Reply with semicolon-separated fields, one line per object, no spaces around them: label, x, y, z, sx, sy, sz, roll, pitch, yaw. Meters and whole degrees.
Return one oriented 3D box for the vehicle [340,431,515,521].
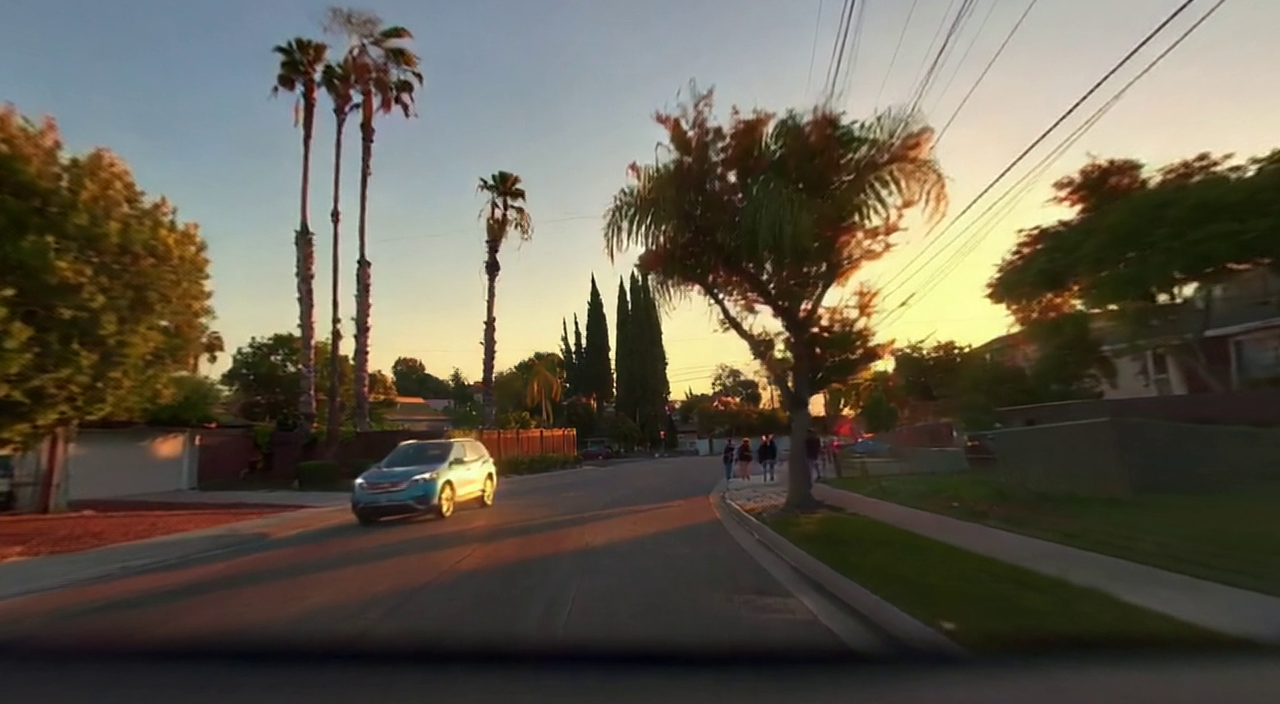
vehicle;-4.692;2.831;14.892;2.208;1.758;4.529;-1;-9;5
